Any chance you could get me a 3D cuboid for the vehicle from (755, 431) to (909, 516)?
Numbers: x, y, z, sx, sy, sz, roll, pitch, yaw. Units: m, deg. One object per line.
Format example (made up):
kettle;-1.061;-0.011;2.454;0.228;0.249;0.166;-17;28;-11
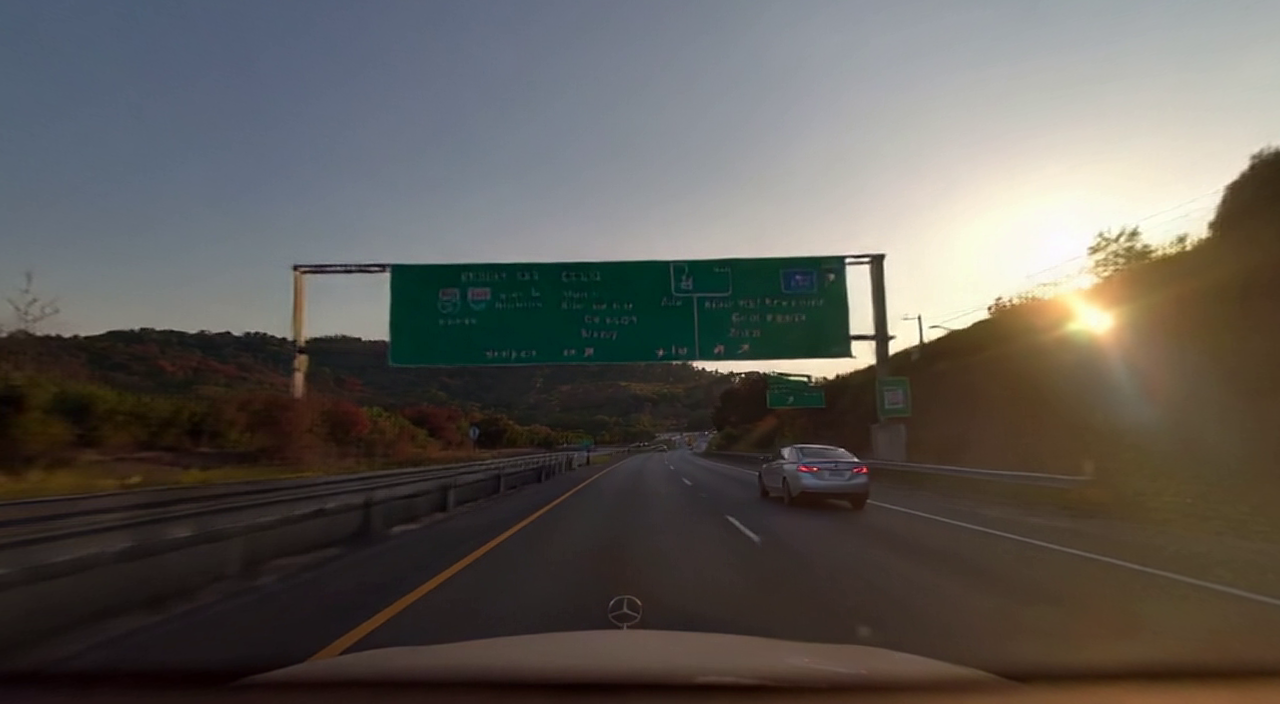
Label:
vehicle;3.875;2.530;13.558;1.997;1.515;4.025;0;-9;0
